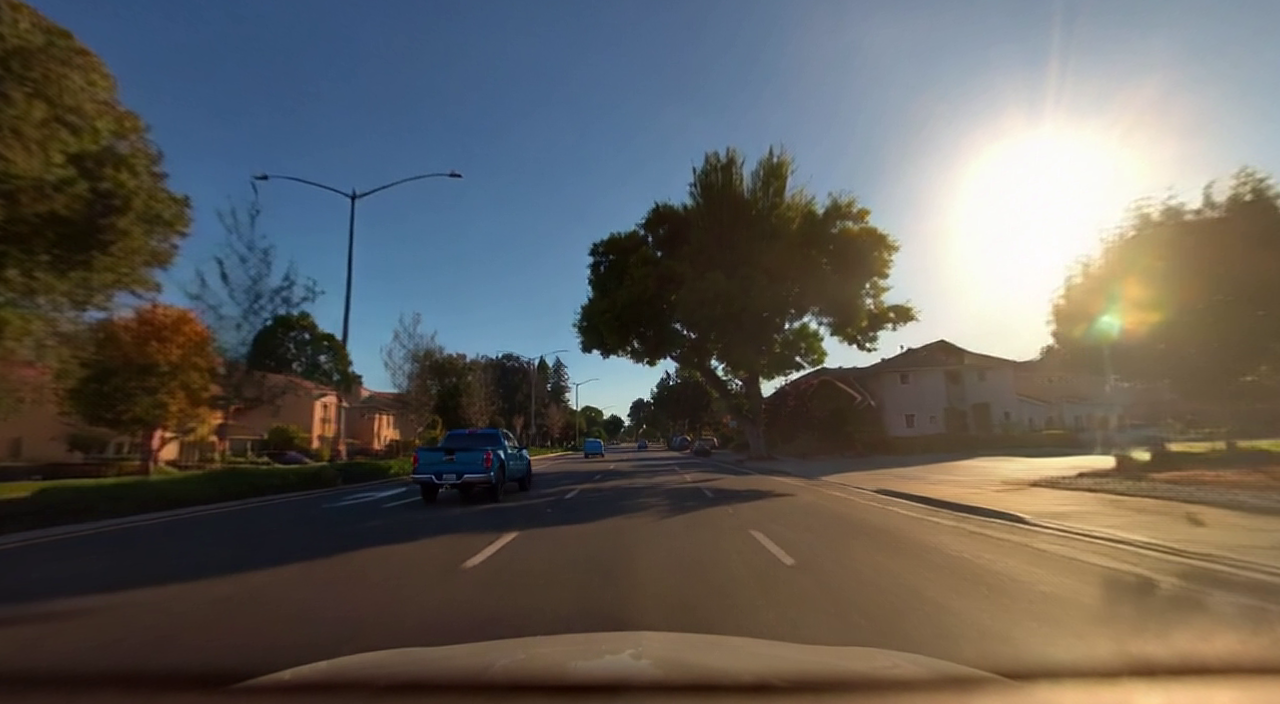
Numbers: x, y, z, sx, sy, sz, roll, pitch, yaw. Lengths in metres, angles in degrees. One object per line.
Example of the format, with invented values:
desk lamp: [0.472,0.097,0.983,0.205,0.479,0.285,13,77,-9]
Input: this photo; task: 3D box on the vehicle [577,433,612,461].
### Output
vehicle: [-3.428,7.249,48.214,2.230,1.987,4.385,0,-8,2]

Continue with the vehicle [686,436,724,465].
vehicle: [4.089,6.237,40.028,2.016,1.736,4.356,0,-8,1]

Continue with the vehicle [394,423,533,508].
vehicle: [-4.080,2.713,15.522,2.002,1.747,4.728,0,-8,0]
